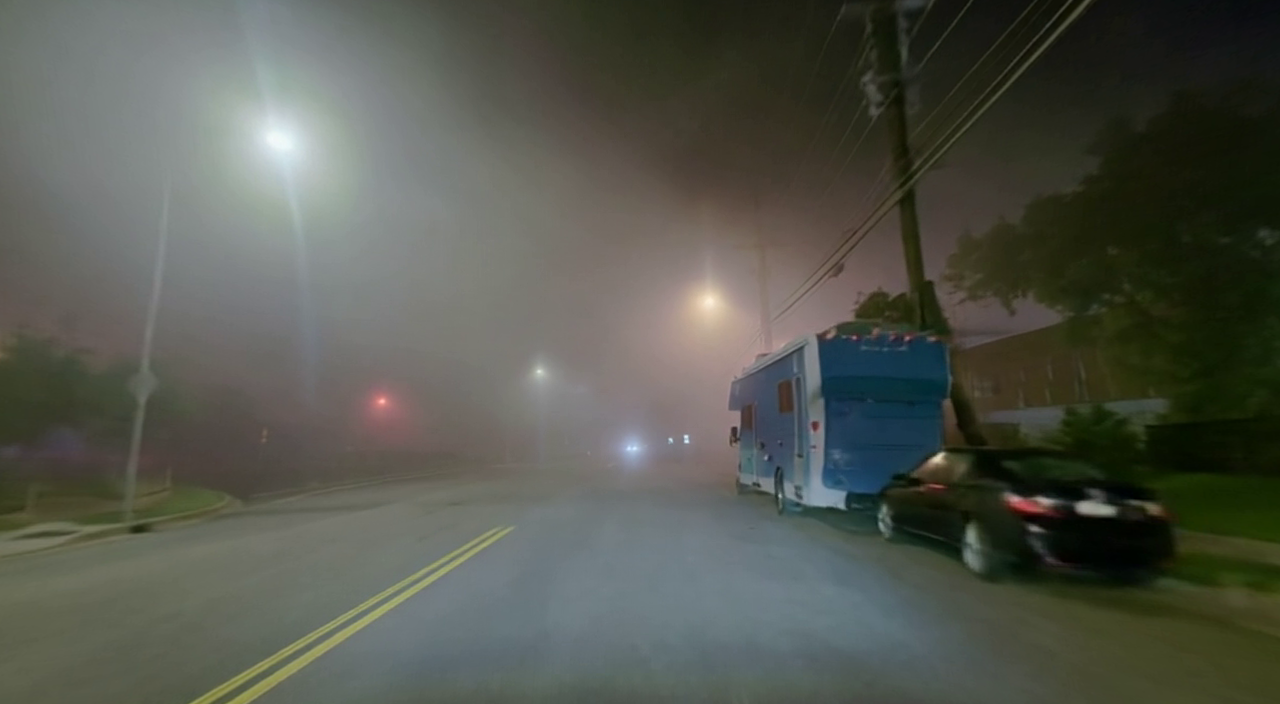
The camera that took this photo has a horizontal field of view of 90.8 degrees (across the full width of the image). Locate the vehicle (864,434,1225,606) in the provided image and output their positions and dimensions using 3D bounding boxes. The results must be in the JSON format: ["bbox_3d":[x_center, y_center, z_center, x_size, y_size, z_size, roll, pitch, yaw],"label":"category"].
[{"bbox_3d":[4.422,1.835,7.750,1.852,1.497,3.672,-2,-8,-2],"label":"vehicle"}]

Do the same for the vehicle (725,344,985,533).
[{"bbox_3d":[4.253,2.117,15.263,3.110,3.241,8.788,0,-9,-1],"label":"vehicle"}]
